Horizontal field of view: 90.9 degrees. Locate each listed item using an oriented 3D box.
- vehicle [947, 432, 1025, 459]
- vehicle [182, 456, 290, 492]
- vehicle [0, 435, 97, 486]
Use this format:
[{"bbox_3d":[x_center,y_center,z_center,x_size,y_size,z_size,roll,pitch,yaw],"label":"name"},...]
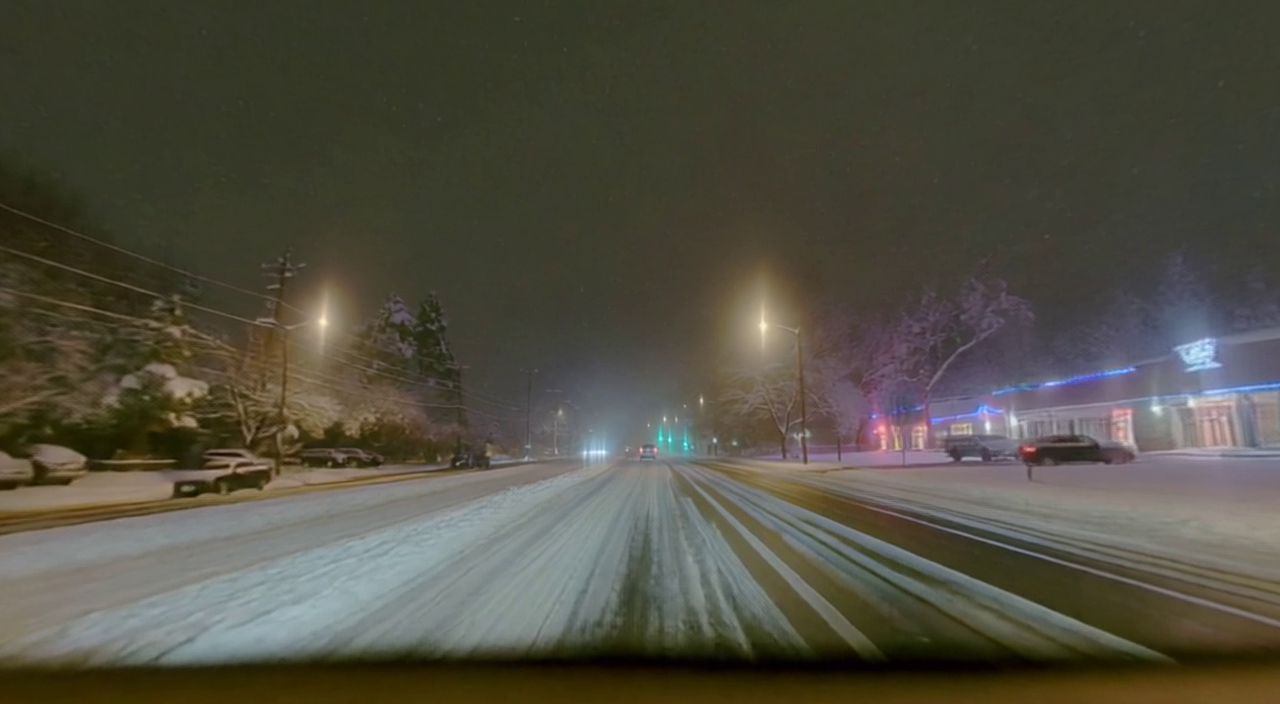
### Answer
[{"bbox_3d":[23.253,6.318,42.614,2.217,1.737,4.962,1,-8,-3],"label":"vehicle"},{"bbox_3d":[-18.833,5.694,29.719,1.815,1.453,4.870,0,-8,1],"label":"vehicle"},{"bbox_3d":[-28.209,4.865,28.597,5.585,2.094,2.476,-2,-9,15],"label":"vehicle"}]
